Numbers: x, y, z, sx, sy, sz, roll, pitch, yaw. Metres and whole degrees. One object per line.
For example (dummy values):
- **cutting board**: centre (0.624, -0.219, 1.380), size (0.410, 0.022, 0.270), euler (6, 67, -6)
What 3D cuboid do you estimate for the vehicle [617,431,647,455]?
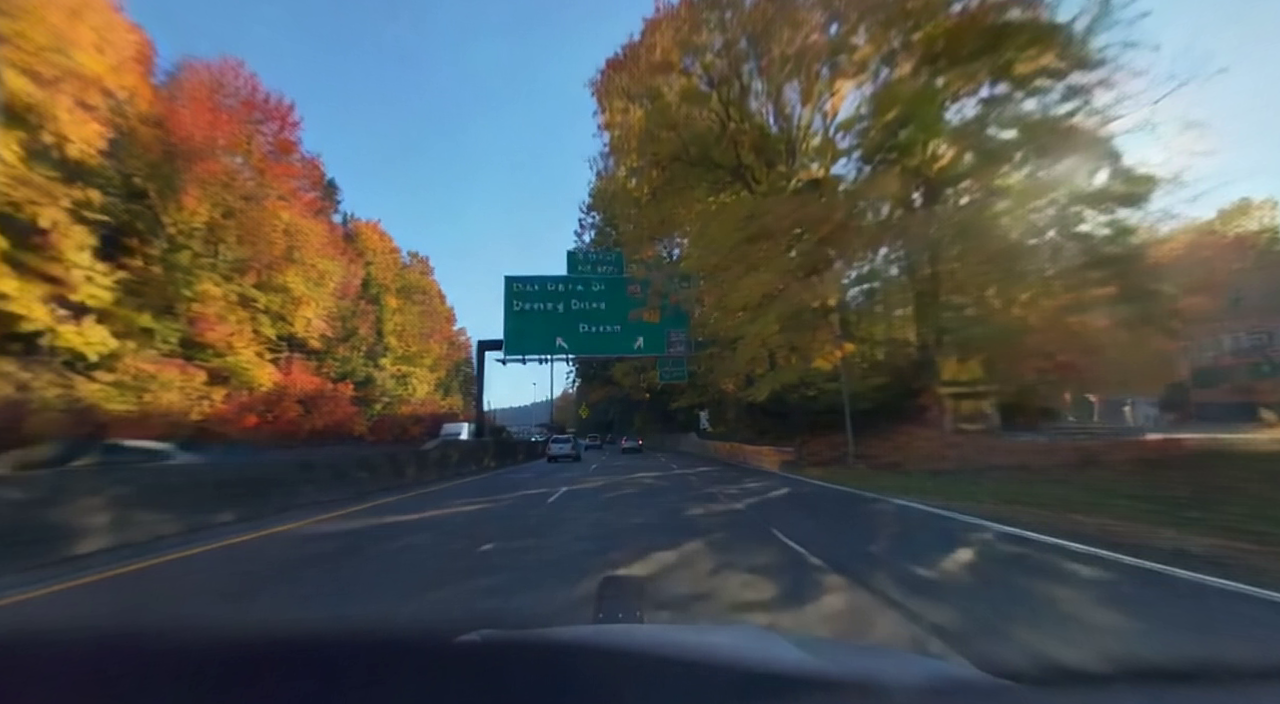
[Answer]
- **vehicle**: centre (-0.548, 6.544, 45.176), size (2.054, 1.609, 3.859), euler (0, -8, -1)

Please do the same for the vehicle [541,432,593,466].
- **vehicle**: centre (-3.469, 4.679, 30.578), size (1.989, 1.497, 4.645), euler (0, -8, 0)

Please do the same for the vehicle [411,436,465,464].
- **vehicle**: centre (-12.173, 5.913, 38.201), size (1.888, 1.556, 4.136), euler (0, -8, 0)

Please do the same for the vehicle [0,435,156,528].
- **vehicle**: centre (-11.728, 2.366, 11.894), size (1.872, 1.550, 4.089), euler (0, -8, 0)
